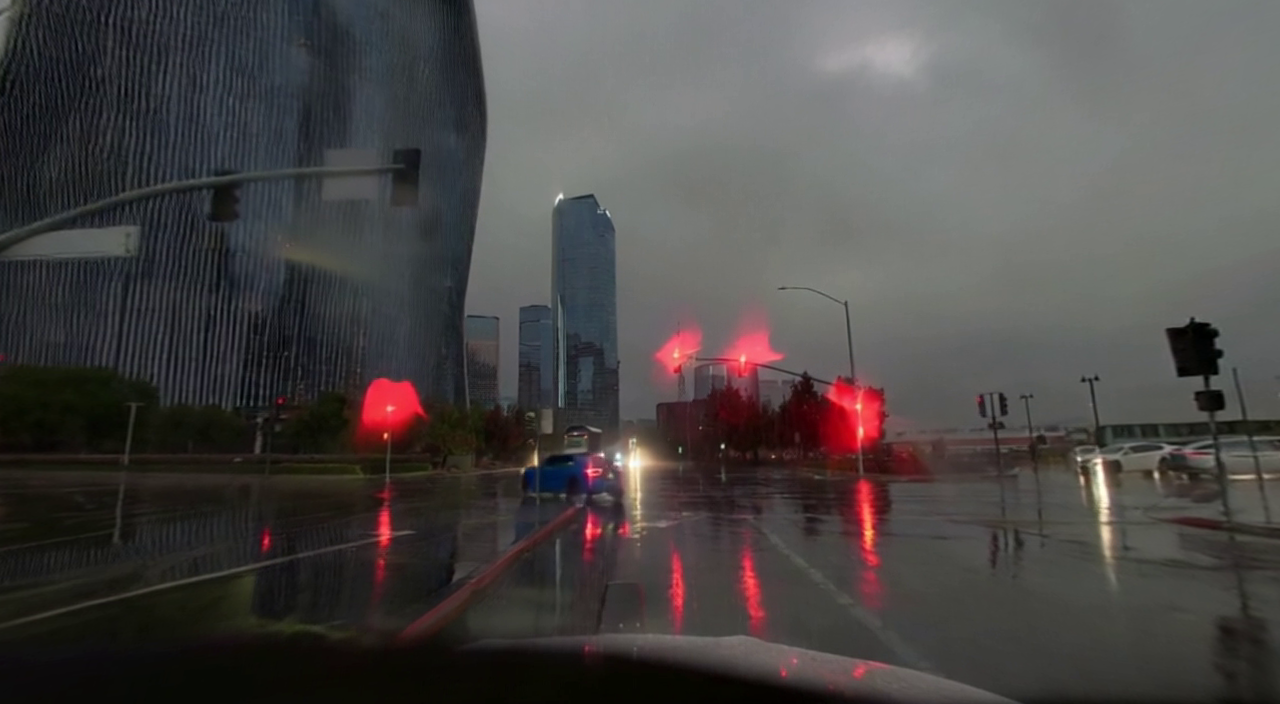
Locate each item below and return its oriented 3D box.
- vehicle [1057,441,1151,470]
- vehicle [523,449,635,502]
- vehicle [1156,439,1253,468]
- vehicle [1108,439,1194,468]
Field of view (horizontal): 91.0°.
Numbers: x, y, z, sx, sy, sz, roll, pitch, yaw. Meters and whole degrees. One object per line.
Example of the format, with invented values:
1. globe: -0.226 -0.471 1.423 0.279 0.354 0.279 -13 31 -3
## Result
1. vehicle: 25.491 5.698 34.788 2.021 1.484 4.454 0 -9 4
2. vehicle: -2.111 3.995 20.843 2.014 1.525 4.197 6 -10 -32
3. vehicle: 30.370 5.453 34.037 1.946 1.467 3.670 0 -9 4
4. vehicle: 27.822 5.540 34.439 1.816 1.476 3.652 0 -9 4
